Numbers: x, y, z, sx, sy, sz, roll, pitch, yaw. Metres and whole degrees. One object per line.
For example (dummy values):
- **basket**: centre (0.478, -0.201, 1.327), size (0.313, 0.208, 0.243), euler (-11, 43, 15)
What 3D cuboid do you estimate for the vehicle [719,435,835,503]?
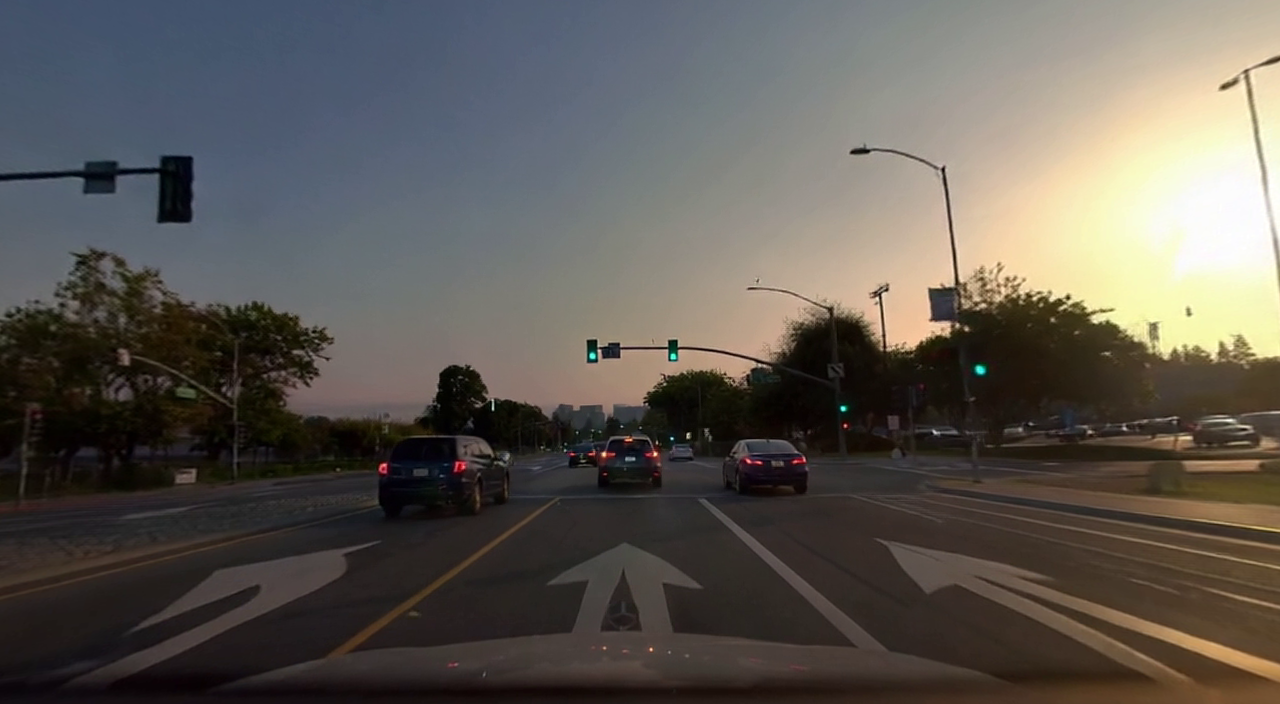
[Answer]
- **vehicle**: centre (3.387, 2.982, 16.543), size (2.068, 1.541, 4.041), euler (0, -8, -1)

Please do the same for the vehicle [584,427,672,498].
- **vehicle**: centre (-0.276, 3.009, 17.560), size (2.150, 1.725, 4.096), euler (0, -8, 0)

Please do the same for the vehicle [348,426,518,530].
- **vehicle**: centre (-3.669, 2.290, 12.048), size (1.823, 1.602, 4.061), euler (0, -8, 0)
